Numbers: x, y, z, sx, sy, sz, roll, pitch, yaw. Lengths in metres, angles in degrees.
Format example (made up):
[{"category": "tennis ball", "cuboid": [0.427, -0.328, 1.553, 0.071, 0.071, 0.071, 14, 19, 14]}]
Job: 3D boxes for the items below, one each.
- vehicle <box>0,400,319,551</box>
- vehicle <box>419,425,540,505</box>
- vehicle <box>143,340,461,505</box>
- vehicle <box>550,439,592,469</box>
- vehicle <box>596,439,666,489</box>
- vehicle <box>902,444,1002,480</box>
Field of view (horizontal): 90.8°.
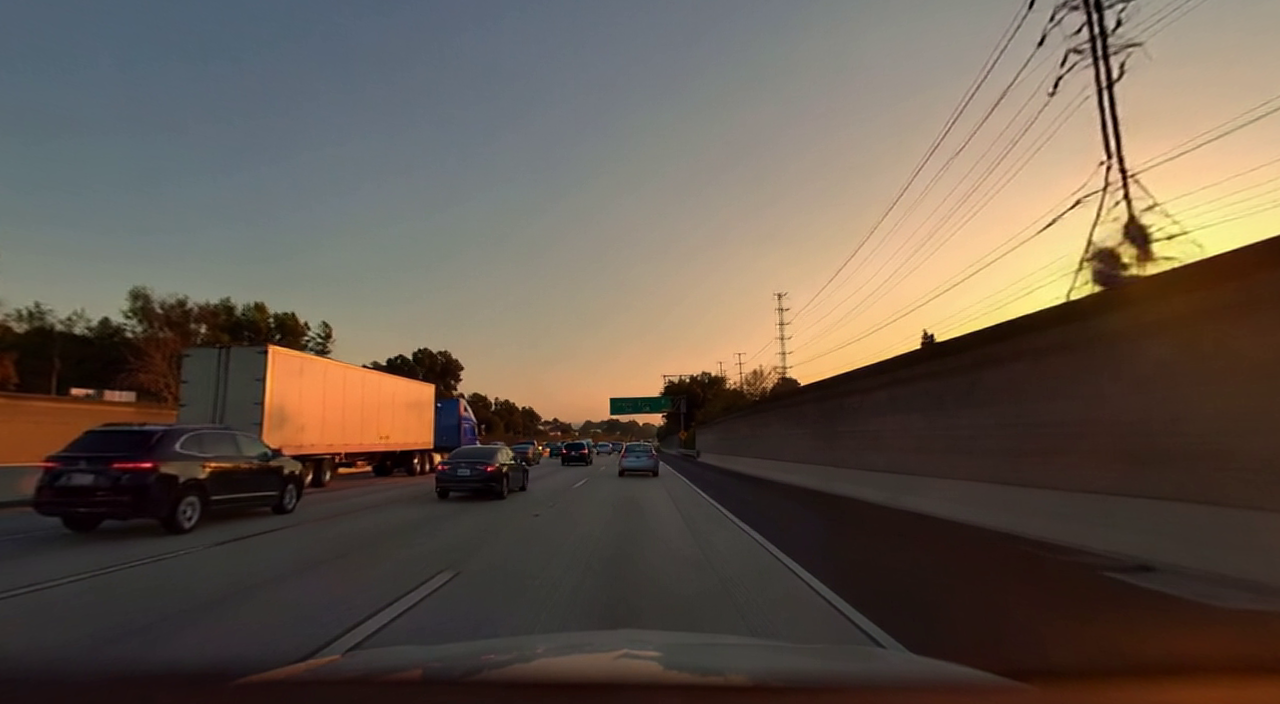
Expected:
[{"category": "vehicle", "cuboid": [-7.601, 1.883, 10.279, 2.054, 1.825, 5.072, 0, -9, 0]}, {"category": "vehicle", "cuboid": [-3.850, 2.795, 15.982, 1.923, 1.716, 4.289, 0, -9, 0]}, {"category": "vehicle", "cuboid": [-10.639, 2.938, 23.858, 2.892, 4.073, 16.528, 0, -8, 0]}, {"category": "vehicle", "cuboid": [-4.071, 6.112, 38.094, 1.976, 1.705, 4.176, 0, -8, 1]}, {"category": "vehicle", "cuboid": [-0.302, 3.653, 20.958, 2.089, 1.477, 3.818, 0, -8, -1]}, {"category": "vehicle", "cuboid": [14.068, 4.966, 28.881, 2.027, 1.478, 4.849, 0, -9, -1]}]
